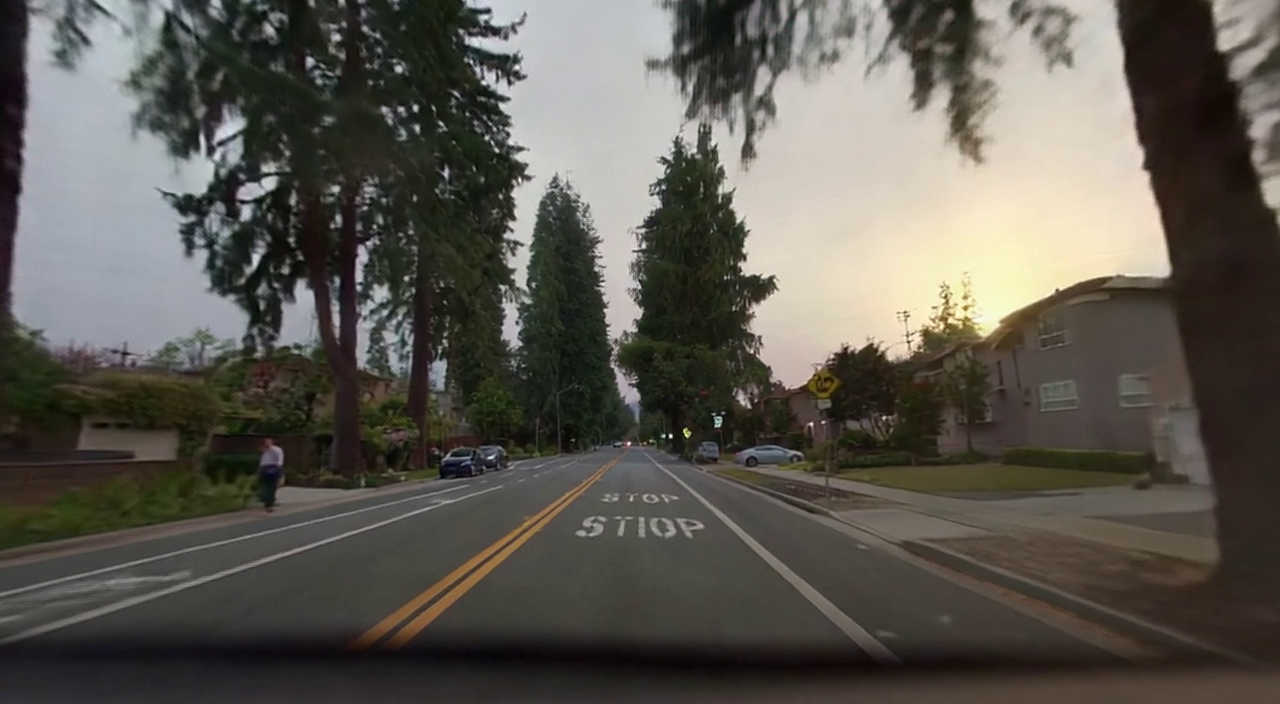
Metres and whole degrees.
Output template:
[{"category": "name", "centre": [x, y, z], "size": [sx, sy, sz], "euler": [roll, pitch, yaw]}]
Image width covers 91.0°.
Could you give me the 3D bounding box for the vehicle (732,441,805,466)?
[{"category": "vehicle", "centre": [8.097, 6.428, 40.016], "size": [4.438, 1.466, 1.943], "euler": [-1, -8, 8]}]

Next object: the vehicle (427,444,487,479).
[{"category": "vehicle", "centre": [-9.354, 5.587, 32.473], "size": [1.998, 1.684, 4.180], "euler": [1, -8, -3]}]
